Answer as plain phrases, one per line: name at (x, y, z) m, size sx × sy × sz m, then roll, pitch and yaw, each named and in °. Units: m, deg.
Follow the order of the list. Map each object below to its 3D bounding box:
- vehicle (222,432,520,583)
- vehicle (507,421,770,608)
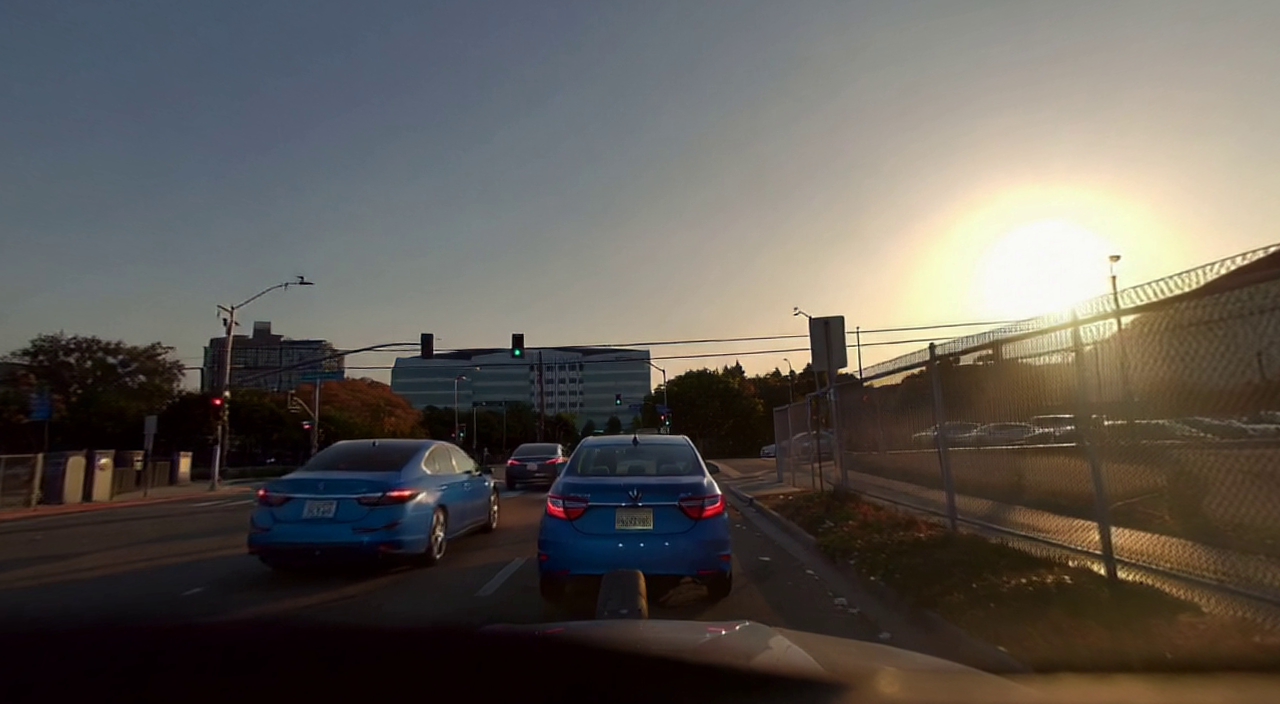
vehicle at (-3.144, 1.904, 8.627) m, size 1.971 × 1.488 × 4.581 m, roll 0°, pitch -9°, yaw 1°
vehicle at (-0.019, 1.643, 7.245) m, size 2.144 × 1.514 × 4.063 m, roll 0°, pitch -9°, yaw 0°
